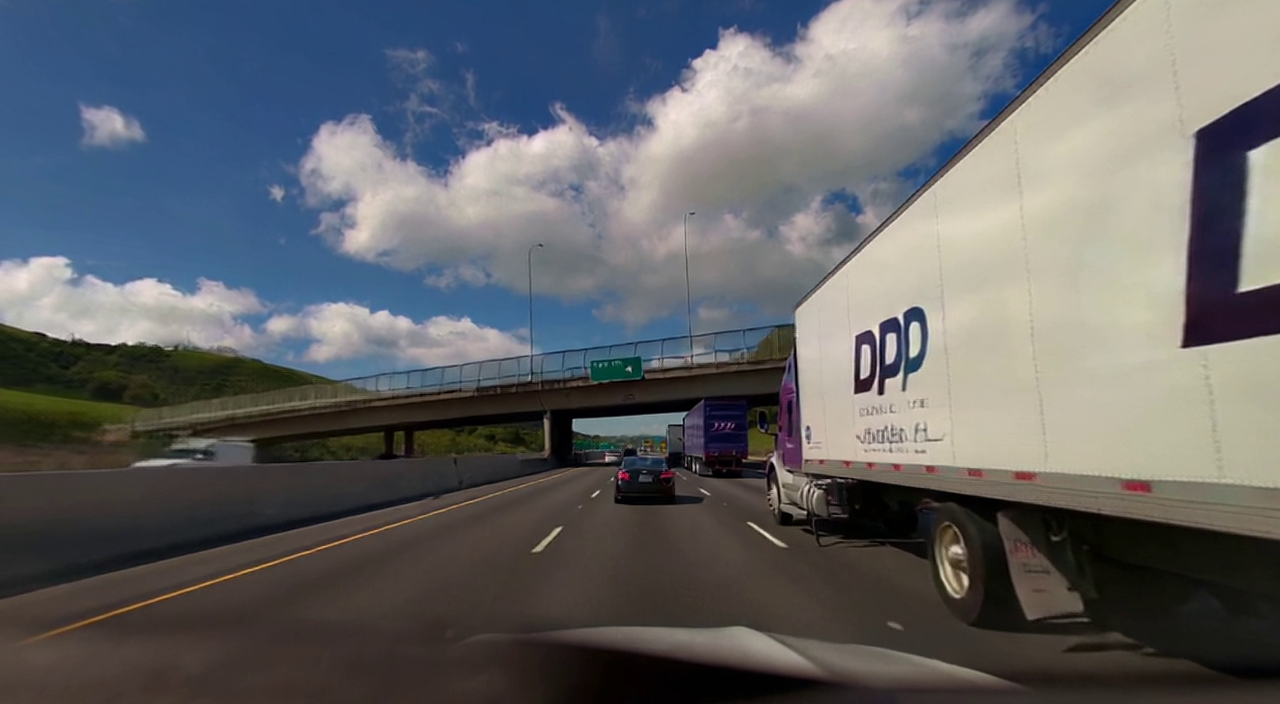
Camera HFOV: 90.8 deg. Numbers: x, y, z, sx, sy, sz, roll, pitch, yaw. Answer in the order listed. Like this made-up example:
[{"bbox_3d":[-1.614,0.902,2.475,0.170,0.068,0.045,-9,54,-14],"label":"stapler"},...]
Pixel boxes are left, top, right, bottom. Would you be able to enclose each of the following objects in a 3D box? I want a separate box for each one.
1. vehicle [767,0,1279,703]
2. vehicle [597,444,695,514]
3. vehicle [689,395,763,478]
[{"bbox_3d":[4.165,0.566,7.936,2.884,3.930,10.206,0,-9,0],"label":"vehicle"},{"bbox_3d":[0.133,2.947,15.095,2.029,1.437,3.794,0,-9,0],"label":"vehicle"},{"bbox_3d":[4.500,4.766,35.066,2.801,4.039,8.684,0,-9,0],"label":"vehicle"}]
